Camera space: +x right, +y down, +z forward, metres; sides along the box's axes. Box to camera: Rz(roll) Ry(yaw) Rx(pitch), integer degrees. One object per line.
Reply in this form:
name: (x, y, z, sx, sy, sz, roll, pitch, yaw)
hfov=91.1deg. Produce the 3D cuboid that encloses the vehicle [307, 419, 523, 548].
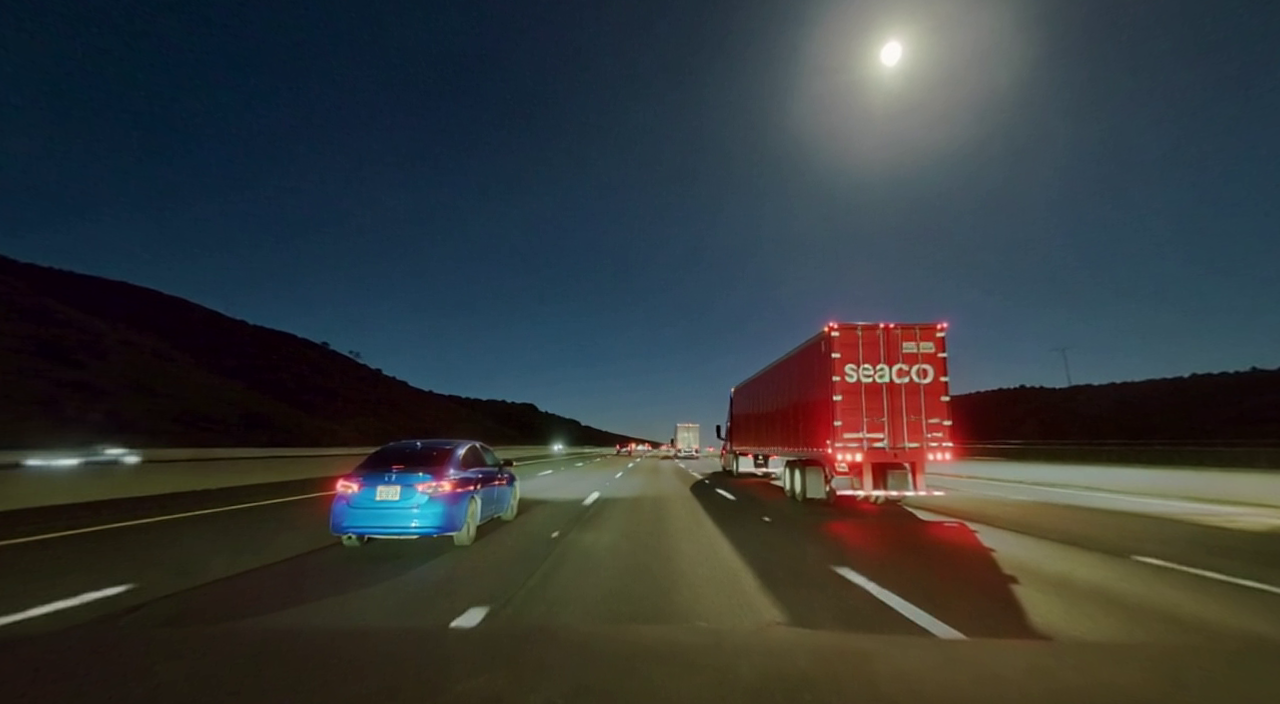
vehicle: (-3.220, 1.959, 9.965, 1.967, 1.615, 3.886, 0, -8, 0)

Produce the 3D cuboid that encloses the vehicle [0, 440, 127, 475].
vehicle: (-25.938, 4.643, 27.940, 1.851, 1.390, 5.059, 0, -8, 1)

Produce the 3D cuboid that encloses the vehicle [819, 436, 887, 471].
vehicle: (11.450, 5.473, 34.062, 2.062, 1.736, 4.589, 0, -8, 0)
